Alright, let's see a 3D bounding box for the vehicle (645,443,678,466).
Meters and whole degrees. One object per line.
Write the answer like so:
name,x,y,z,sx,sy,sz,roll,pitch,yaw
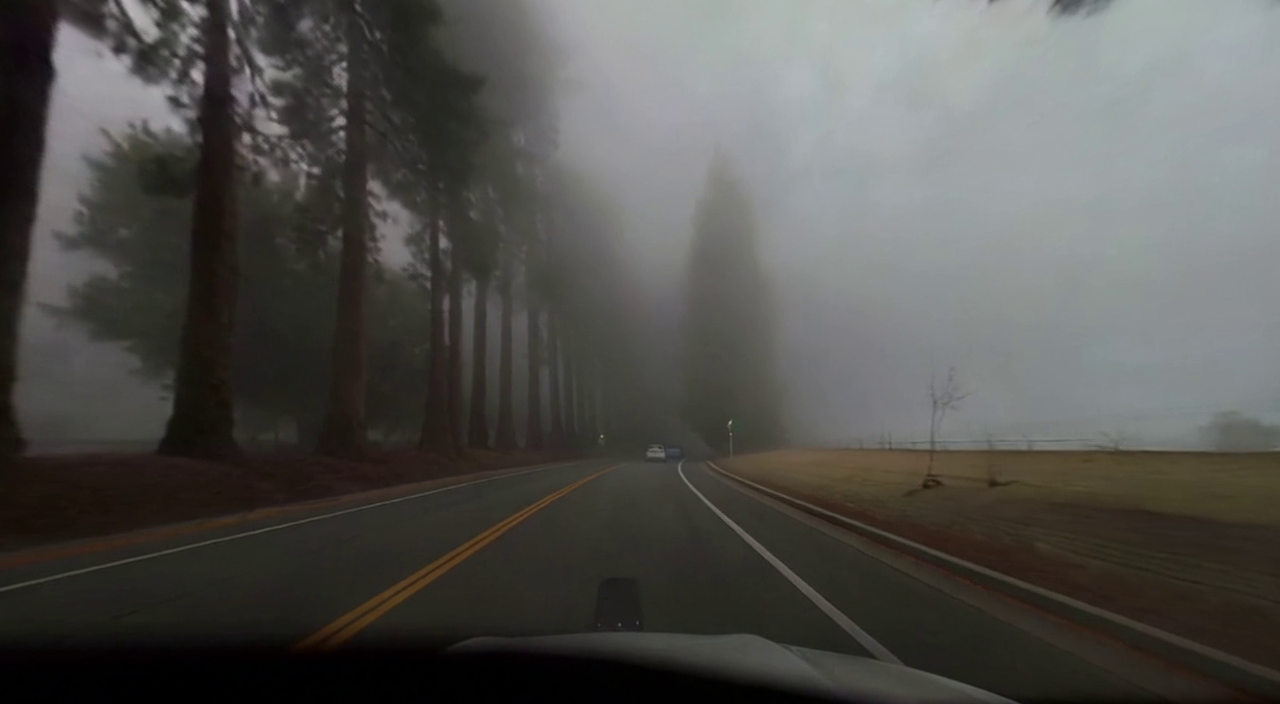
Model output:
vehicle,1.511,6.915,42.878,2.071,1.474,4.047,-1,-8,5
